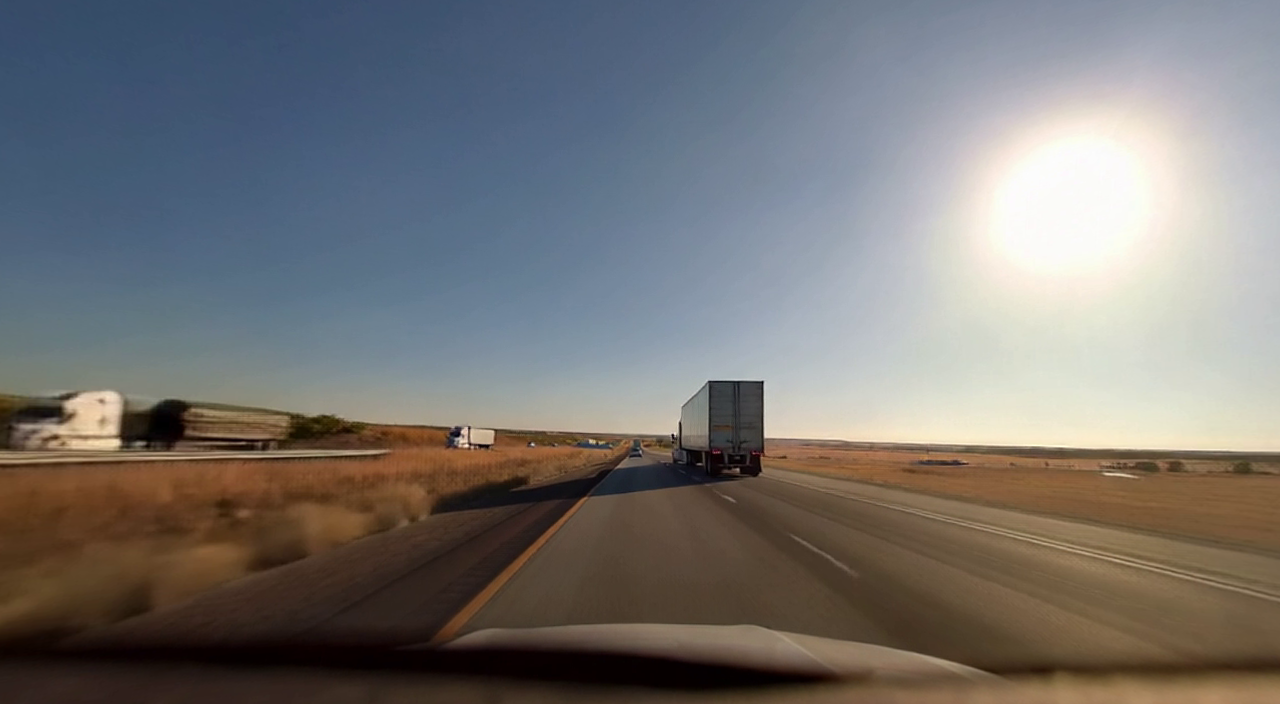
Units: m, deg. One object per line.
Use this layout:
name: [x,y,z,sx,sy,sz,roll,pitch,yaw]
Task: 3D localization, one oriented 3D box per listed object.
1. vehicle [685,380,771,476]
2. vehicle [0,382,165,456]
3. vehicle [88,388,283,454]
vehicle: [4.285,4.300,34.060,2.818,4.206,12.987,0,-9,0]
vehicle: [-33.324,4.191,37.521,2.961,3.871,8.954,0,-9,-1]
vehicle: [-33.278,5.571,47.824,2.915,4.150,15.939,0,-9,0]
